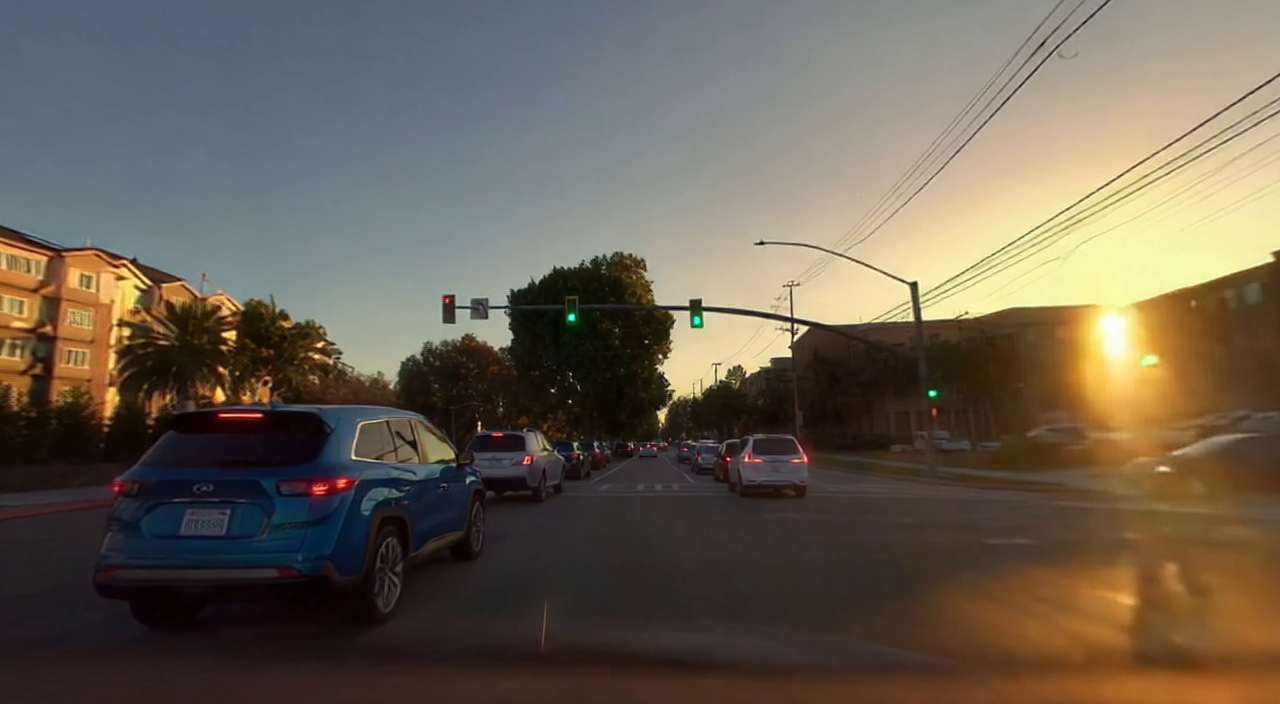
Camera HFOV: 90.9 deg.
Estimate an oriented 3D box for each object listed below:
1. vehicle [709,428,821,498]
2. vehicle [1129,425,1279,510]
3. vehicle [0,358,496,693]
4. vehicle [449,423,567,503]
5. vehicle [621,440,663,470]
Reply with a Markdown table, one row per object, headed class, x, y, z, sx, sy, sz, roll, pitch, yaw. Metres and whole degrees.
| class | x | y | z | sx | sy | sz | roll | pitch | yaw |
| --- | --- | --- | --- | --- | --- | --- | --- | --- | --- |
| vehicle | 3.383 | 3.116 | 18.069 | 2.201 | 1.734 | 4.564 | 0 | -8 | -1 |
| vehicle | 12.807 | 2.298 | 12.690 | 4.119 | 1.574 | 2.028 | -3 | -9 | 19 |
| vehicle | -2.903 | 1.225 | 5.548 | 2.127 | 1.754 | 4.287 | 0 | -8 | 2 |
| vehicle | -3.145 | 2.748 | 15.972 | 1.958 | 1.744 | 4.315 | 0 | -8 | 1 |
| vehicle | 0.115 | 5.613 | 34.516 | 2.185 | 1.515 | 4.215 | 0 | -8 | 0 |
